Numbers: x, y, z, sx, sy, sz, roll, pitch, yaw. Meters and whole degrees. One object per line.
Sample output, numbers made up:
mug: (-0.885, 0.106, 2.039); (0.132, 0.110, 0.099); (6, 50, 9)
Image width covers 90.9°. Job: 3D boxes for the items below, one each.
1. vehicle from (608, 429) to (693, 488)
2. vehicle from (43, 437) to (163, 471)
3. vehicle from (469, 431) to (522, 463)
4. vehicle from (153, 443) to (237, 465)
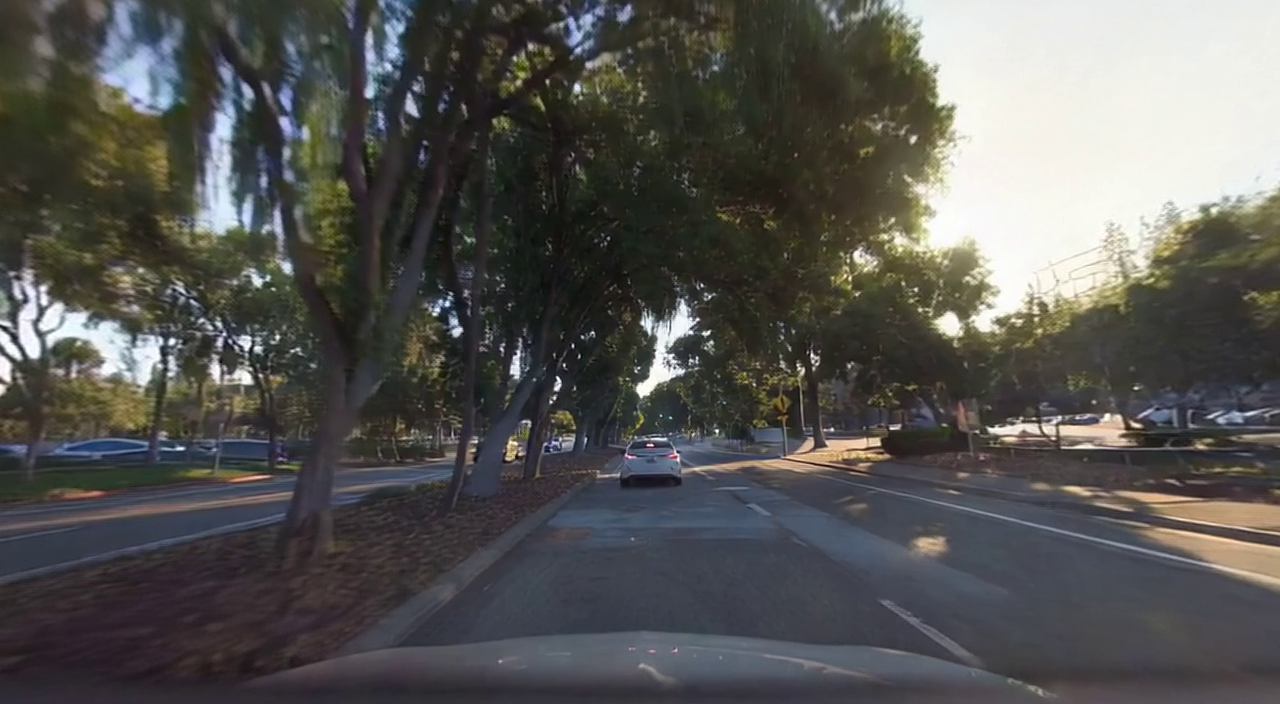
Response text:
vehicle: (0.224, 2.951, 17.724); (2.093, 1.442, 3.977); (0, -8, -1)
vehicle: (-30.141, 5.725, 35.518); (4.764, 1.786, 2.091); (0, -8, 0)
vehicle: (-8.566, 5.691, 37.768); (2.131, 1.778, 4.912); (0, -8, -1)
vehicle: (-30.440, 6.991, 43.202); (4.356, 1.444, 1.819); (0, -8, -1)
